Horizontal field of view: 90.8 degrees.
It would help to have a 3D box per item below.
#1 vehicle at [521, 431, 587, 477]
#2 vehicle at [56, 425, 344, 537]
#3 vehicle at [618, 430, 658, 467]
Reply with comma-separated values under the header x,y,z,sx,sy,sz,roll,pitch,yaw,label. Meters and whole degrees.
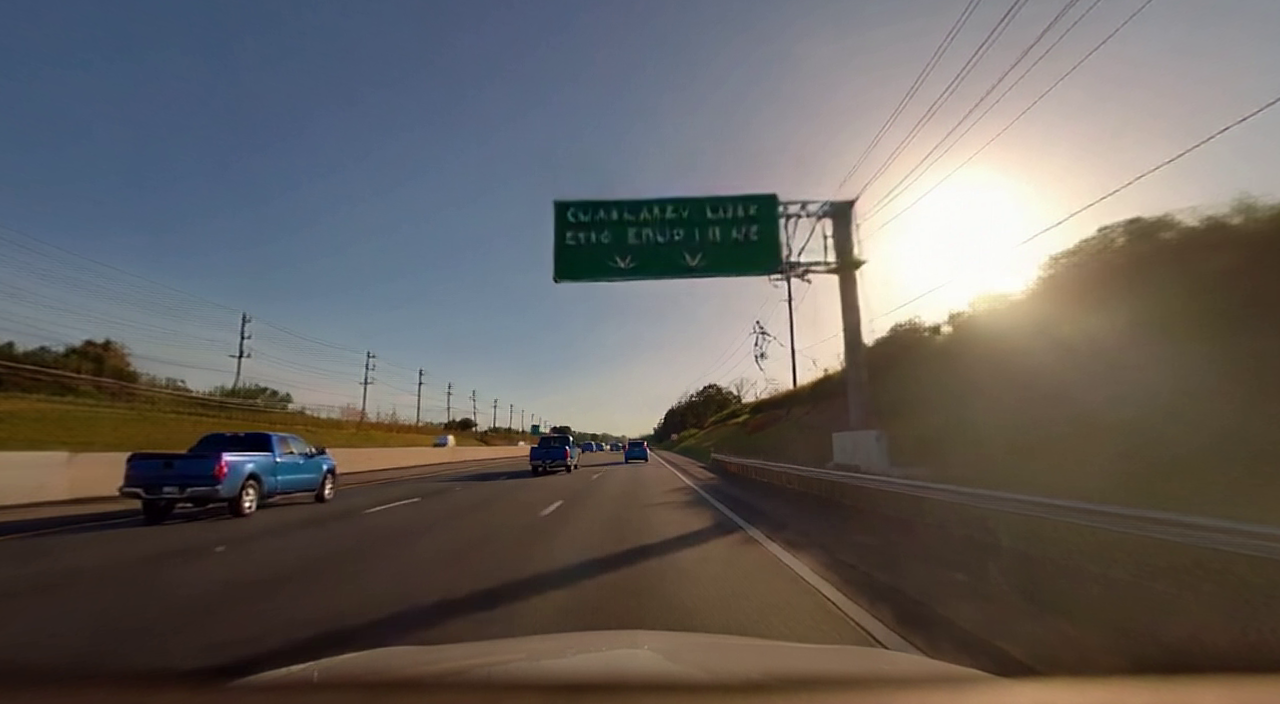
x,y,z,sx,sy,sz,roll,pitch,yaw,label
-3.718,4.535,28.180,2.204,1.812,5.289,0,-9,0,vehicle
-7.477,2.218,11.481,2.013,1.609,4.446,-1,-9,0,vehicle
-0.117,6.098,40.028,2.358,2.144,4.713,-1,-9,0,vehicle
